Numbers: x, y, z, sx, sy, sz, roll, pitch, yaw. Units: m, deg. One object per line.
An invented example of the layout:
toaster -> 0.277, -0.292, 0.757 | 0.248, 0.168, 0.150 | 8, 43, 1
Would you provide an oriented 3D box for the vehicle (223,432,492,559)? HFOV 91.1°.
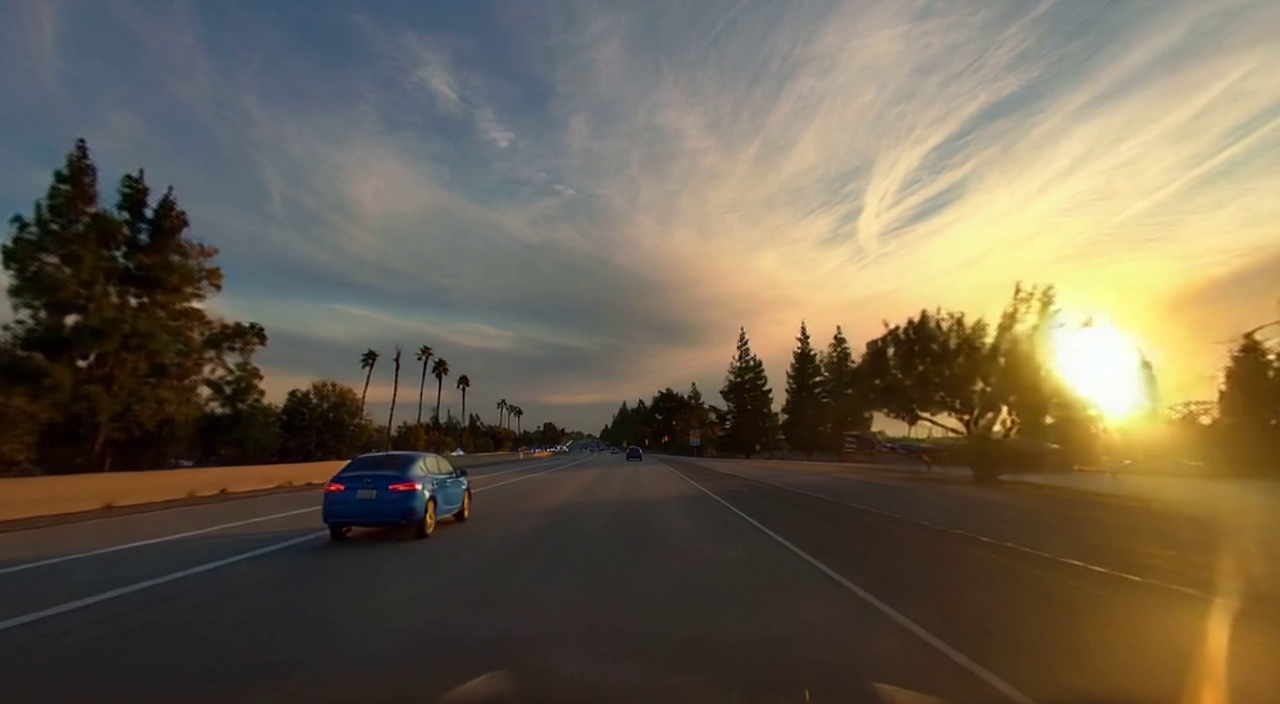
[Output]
vehicle -> -4.099, 2.144, 10.273 | 2.092, 1.562, 4.748 | 0, -8, 2
